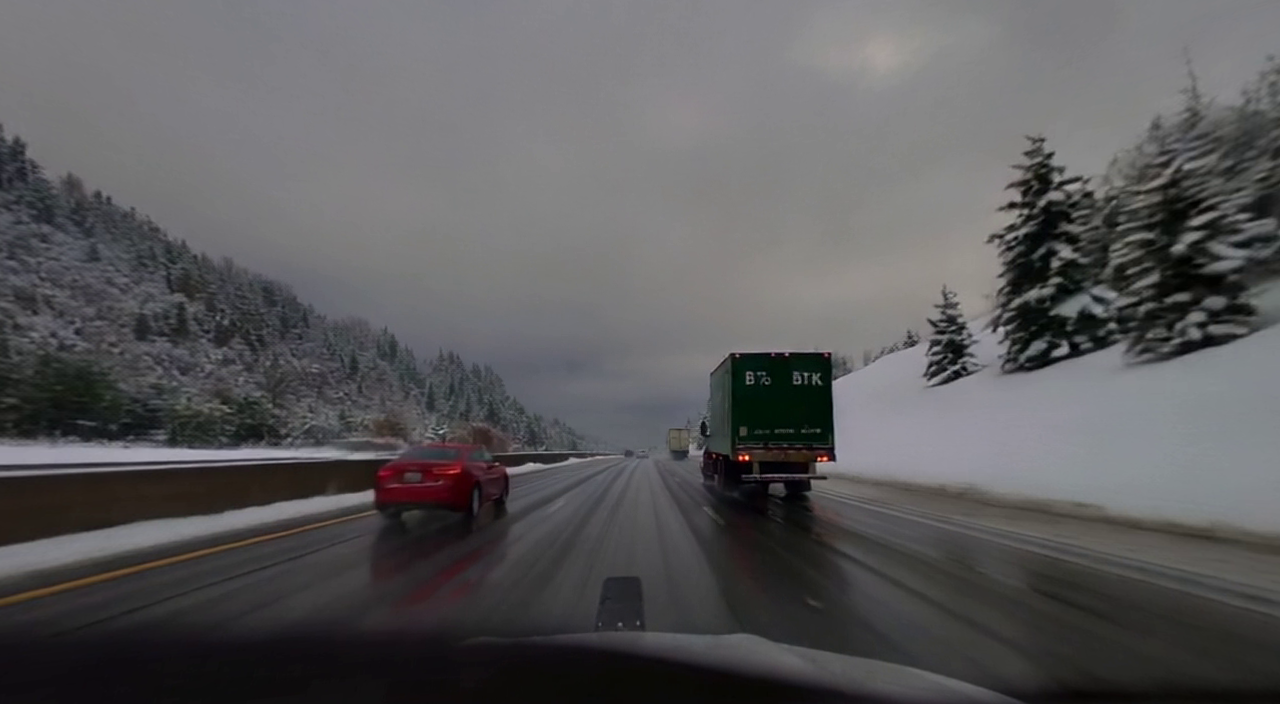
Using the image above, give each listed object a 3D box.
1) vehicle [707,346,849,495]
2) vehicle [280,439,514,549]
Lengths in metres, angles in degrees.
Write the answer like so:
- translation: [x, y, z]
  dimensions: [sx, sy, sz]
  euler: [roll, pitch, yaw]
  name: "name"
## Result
- translation: [4.038, 2.302, 20.214]
  dimensions: [2.999, 4.023, 6.337]
  euler: [0, -9, -1]
  name: "vehicle"
- translation: [-3.873, 2.369, 11.357]
  dimensions: [2.060, 1.475, 5.314]
  euler: [0, -9, 1]
  name: "vehicle"
